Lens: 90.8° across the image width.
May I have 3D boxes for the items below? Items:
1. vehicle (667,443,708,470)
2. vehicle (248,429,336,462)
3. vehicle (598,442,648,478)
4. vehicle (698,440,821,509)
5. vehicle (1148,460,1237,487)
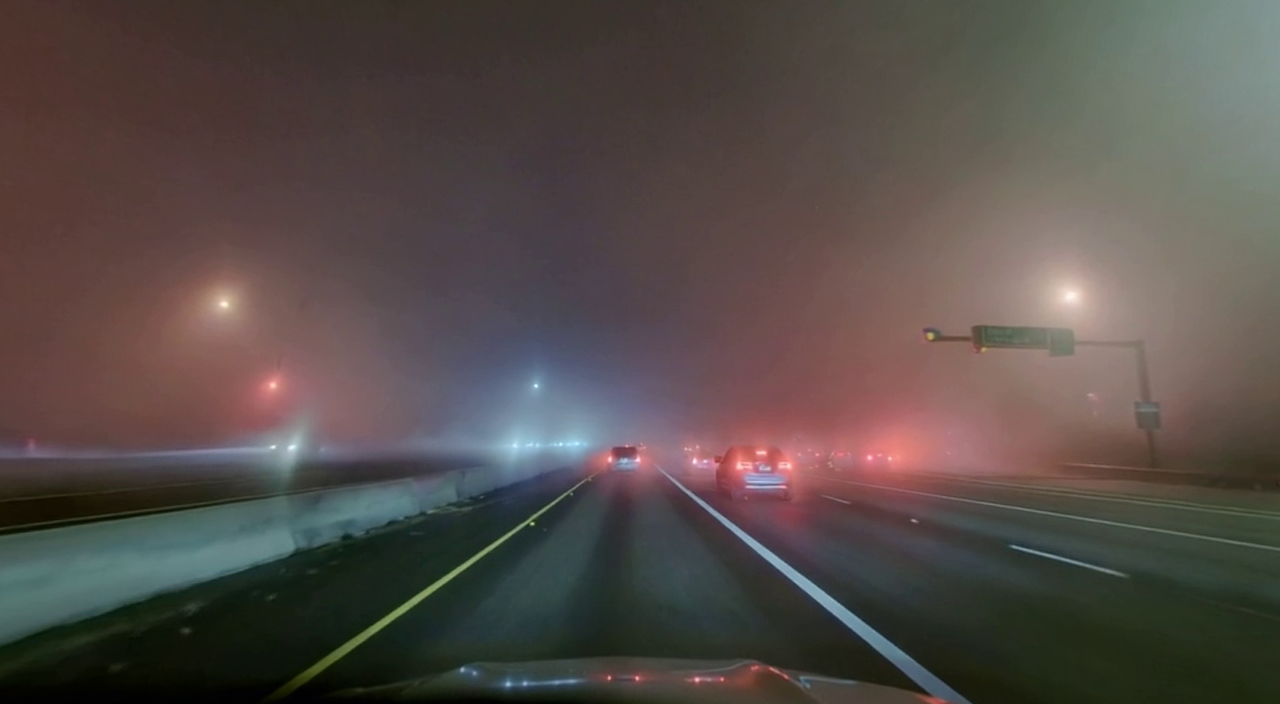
[{"bbox_3d":[2.716,6.130,37.145,1.916,1.487,4.117,0,-9,-3],"label":"vehicle"},{"bbox_3d":[-20.253,5.492,37.095,2.209,1.764,5.258,0,-9,-1],"label":"vehicle"},{"bbox_3d":[-0.744,4.766,28.037,2.069,1.470,4.004,0,-9,-1],"label":"vehicle"},{"bbox_3d":[2.774,2.961,15.820,2.042,1.460,4.451,0,-9,-2],"label":"vehicle"},{"bbox_3d":[31.566,6.929,36.228,1.607,1.396,3.554,1,-9,-6],"label":"vehicle"}]
